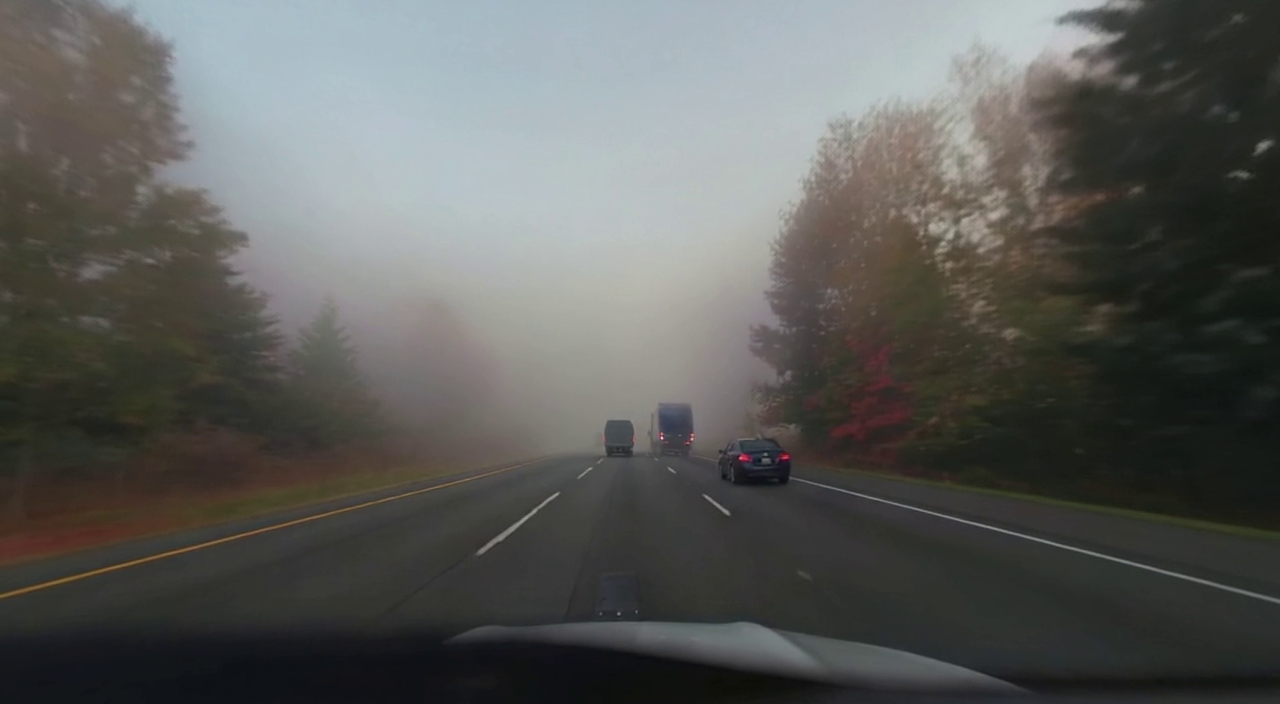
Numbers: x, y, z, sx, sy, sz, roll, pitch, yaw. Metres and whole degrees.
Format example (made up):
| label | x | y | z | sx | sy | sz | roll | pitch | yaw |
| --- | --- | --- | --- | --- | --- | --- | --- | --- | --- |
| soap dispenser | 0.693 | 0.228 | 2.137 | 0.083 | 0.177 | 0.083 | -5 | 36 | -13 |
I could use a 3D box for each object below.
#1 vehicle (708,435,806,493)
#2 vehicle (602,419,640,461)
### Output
| label | x | y | z | sx | sy | sz | roll | pitch | yaw |
| --- | --- | --- | --- | --- | --- | --- | --- | --- | --- |
| vehicle | 3.331 | 3.238 | 18.776 | 1.962 | 1.508 | 4.363 | 0 | -8 | -2 |
| vehicle | -1.236 | 5.947 | 42.476 | 2.389 | 2.637 | 5.437 | 0 | -8 | -1 |
